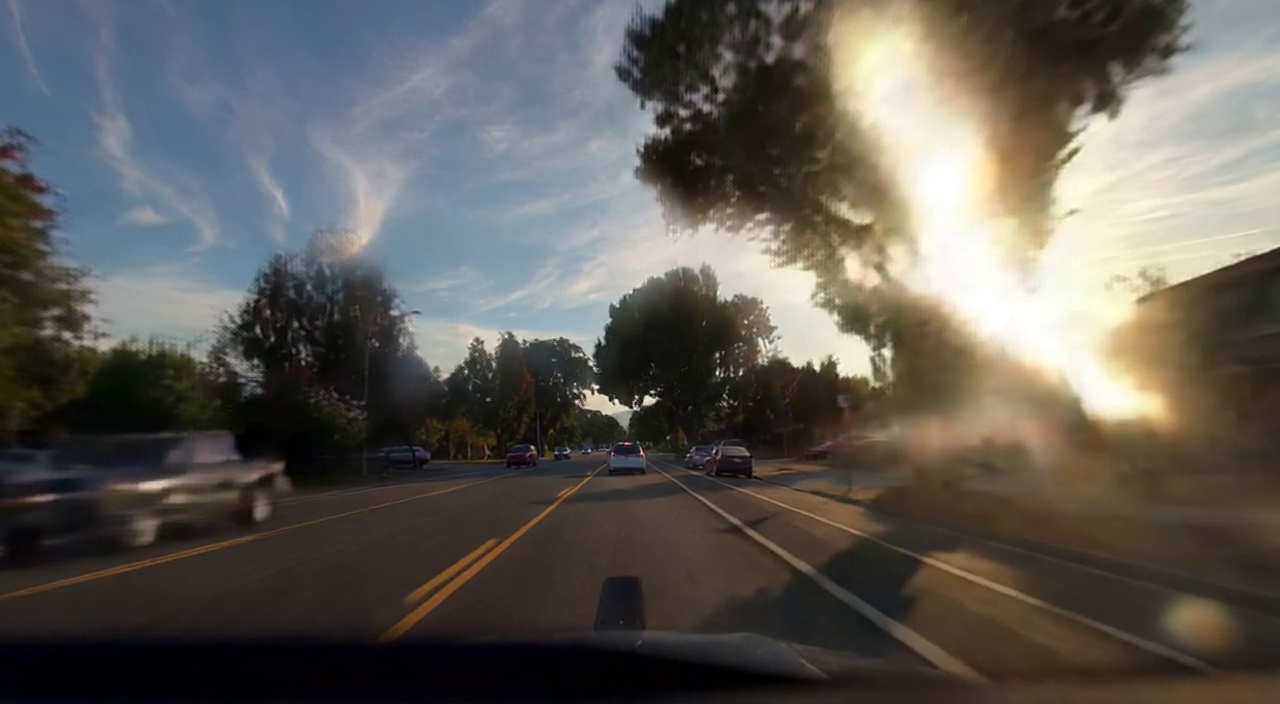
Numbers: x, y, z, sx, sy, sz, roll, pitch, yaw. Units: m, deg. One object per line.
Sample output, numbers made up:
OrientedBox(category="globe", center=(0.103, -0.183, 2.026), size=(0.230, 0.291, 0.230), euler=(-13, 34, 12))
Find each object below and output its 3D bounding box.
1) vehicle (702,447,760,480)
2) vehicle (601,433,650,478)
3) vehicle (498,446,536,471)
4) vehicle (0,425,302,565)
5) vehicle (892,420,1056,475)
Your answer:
OrientedBox(category="vehicle", center=(4.321, 5.353, 30.730), size=(1.963, 1.469, 4.709), euler=(0, -9, -2))
OrientedBox(category="vehicle", center=(-0.647, 4.930, 30.235), size=(2.153, 1.942, 4.767), euler=(0, -8, -1))
OrientedBox(category="vehicle", center=(-8.764, 7.613, 45.474), size=(1.945, 1.712, 4.240), euler=(0, -8, -1))
OrientedBox(category="vehicle", center=(-8.201, 2.254, 10.856), size=(2.114, 1.811, 4.949), euler=(0, -8, -1))
OrientedBox(category="vehicle", center=(12.331, 3.556, 23.597), size=(4.870, 1.926, 2.094), euler=(0, -9, -1))
